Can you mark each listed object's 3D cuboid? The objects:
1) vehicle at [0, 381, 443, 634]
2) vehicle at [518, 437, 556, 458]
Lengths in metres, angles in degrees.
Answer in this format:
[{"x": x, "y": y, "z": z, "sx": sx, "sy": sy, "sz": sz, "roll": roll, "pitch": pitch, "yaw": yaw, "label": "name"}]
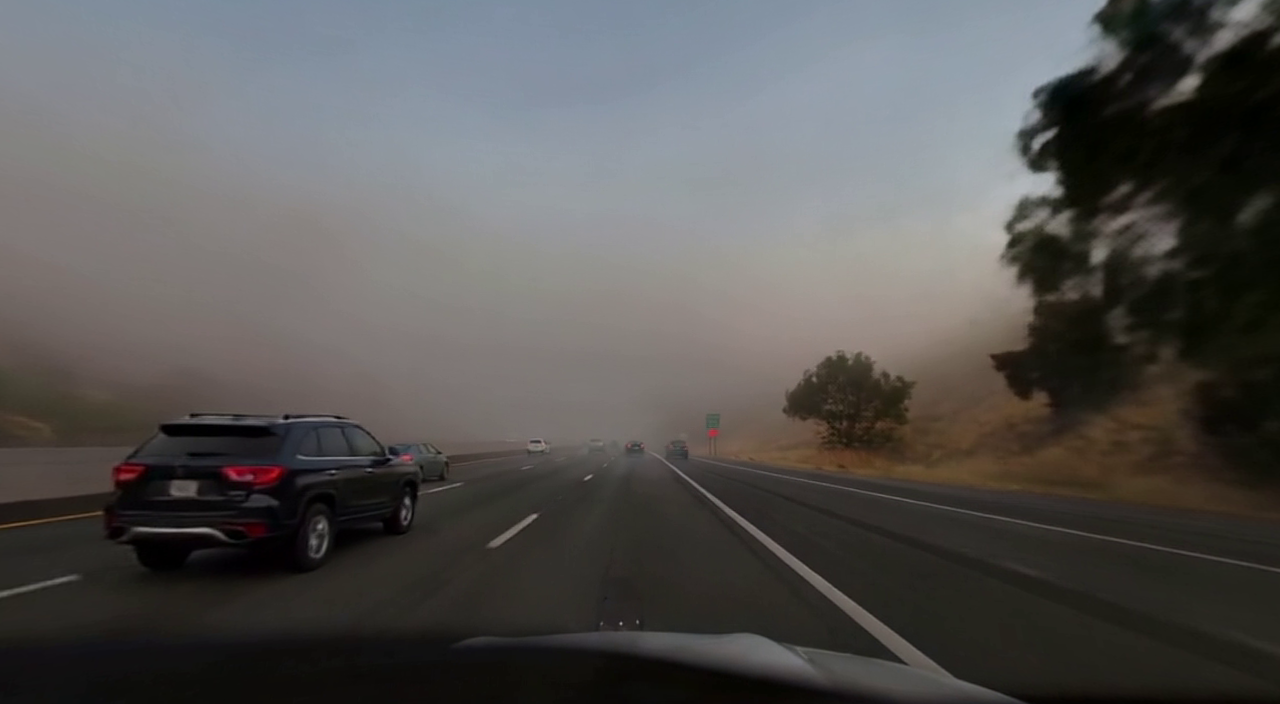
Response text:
[{"x": -3.934, "y": 1.393, "z": 6.672, "sx": 2.166, "sy": 1.700, "sz": 4.661, "roll": 0, "pitch": -8, "yaw": 0, "label": "vehicle"}, {"x": -7.587, "y": 7.116, "z": 47.021, "sx": 2.020, "sy": 1.447, "sz": 4.322, "roll": 0, "pitch": -8, "yaw": 1, "label": "vehicle"}]
